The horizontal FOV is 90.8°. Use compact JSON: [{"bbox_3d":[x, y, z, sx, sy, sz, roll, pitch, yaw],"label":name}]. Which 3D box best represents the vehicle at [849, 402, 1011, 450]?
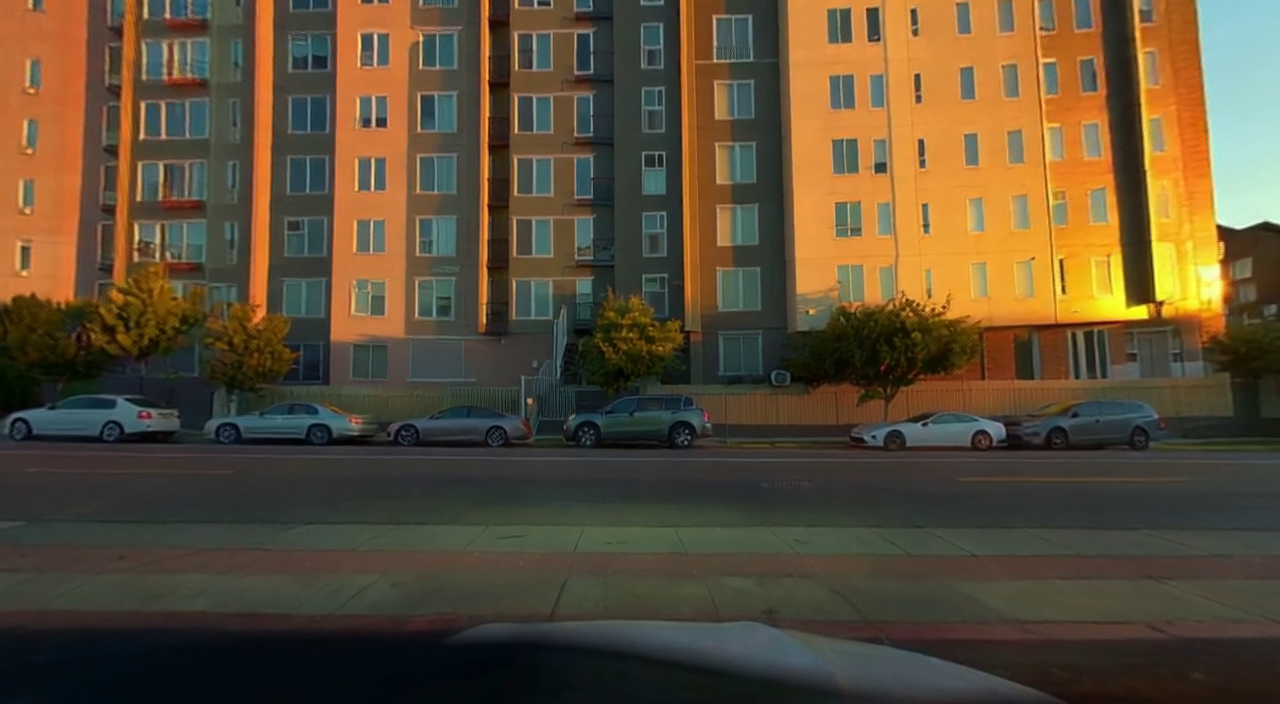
[{"bbox_3d":[9.457,2.437,20.808,4.521,1.411,1.726,2,-6,-3],"label":"vehicle"}]

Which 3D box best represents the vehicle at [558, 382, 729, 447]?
[{"bbox_3d":[0.066,2.095,20.636,5.299,1.860,2.098,2,-9,-5],"label":"vehicle"}]

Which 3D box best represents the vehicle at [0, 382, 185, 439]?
[{"bbox_3d":[-17.475,1.894,20.063,4.426,1.641,1.889,1,-8,-5],"label":"vehicle"}]

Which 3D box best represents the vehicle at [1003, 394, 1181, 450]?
[{"bbox_3d":[15.057,2.317,21.244,4.544,1.780,1.966,0,-3,-1],"label":"vehicle"}]

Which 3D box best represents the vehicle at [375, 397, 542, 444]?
[{"bbox_3d":[-5.748,2.253,20.477,4.851,1.339,1.785,1,-9,-2],"label":"vehicle"}]

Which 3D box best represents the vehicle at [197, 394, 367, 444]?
[{"bbox_3d":[-11.390,2.176,20.335,4.336,1.438,1.776,2,-7,-3],"label":"vehicle"}]
